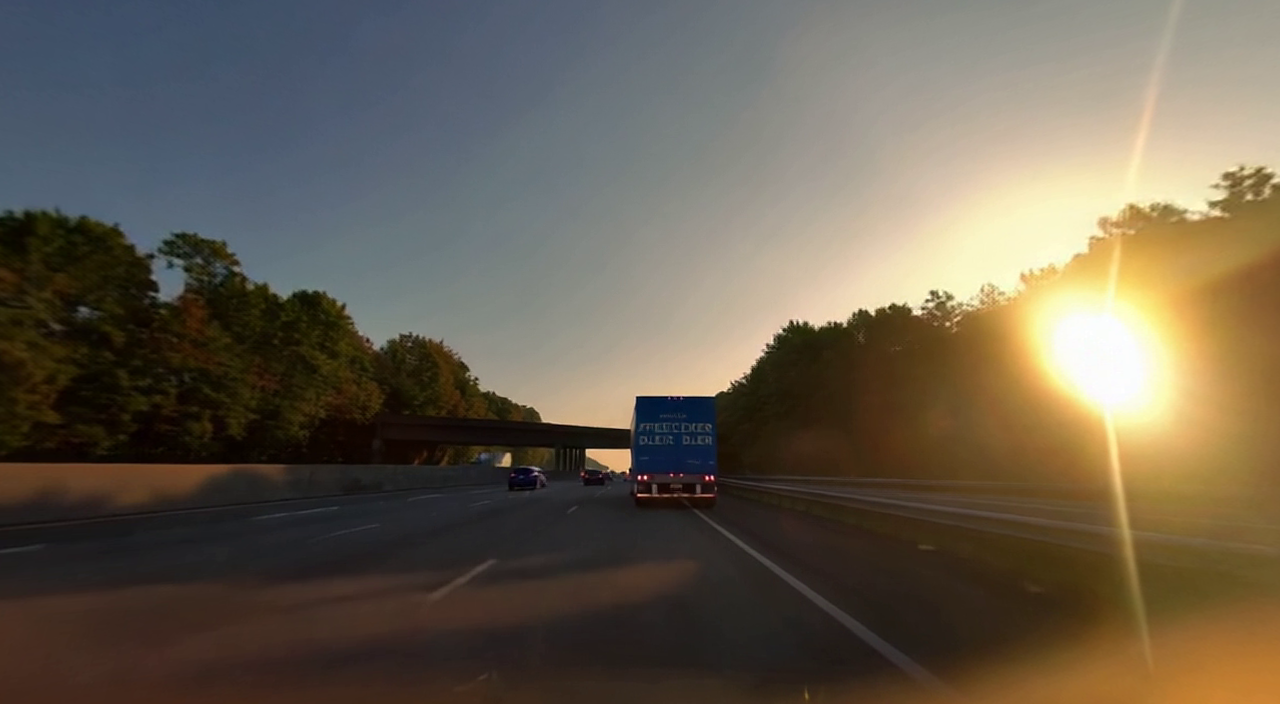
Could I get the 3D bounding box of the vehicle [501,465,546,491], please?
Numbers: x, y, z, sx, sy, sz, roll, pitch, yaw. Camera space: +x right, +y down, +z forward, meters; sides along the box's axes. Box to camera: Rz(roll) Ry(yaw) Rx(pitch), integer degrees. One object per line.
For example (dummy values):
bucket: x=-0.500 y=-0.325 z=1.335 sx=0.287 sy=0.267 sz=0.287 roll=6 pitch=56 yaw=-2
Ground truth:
vehicle: x=-7.490 y=8.159 z=40.961 sx=1.955 sy=1.539 sz=4.650 roll=1 pitch=-10 yaw=1

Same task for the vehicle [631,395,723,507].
vehicle: x=1.226 y=4.272 z=26.597 sx=2.980 sy=3.834 sz=9.423 roll=1 pitch=-10 yaw=-2
